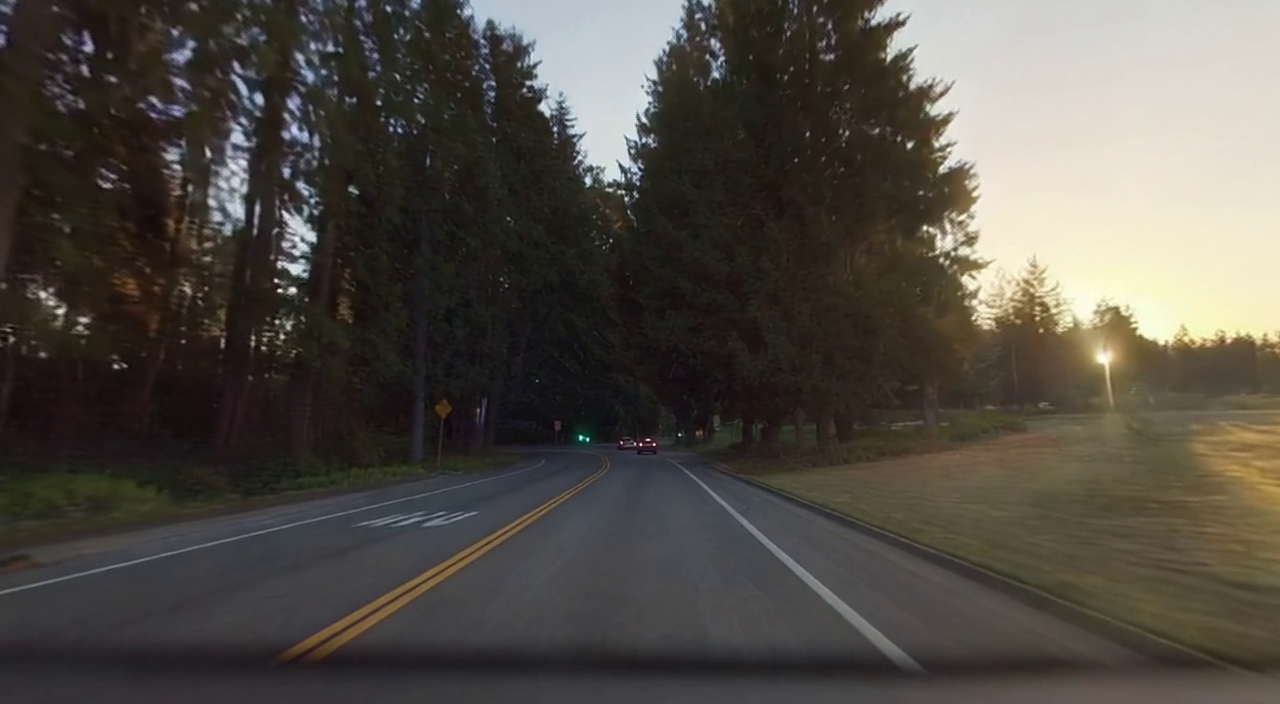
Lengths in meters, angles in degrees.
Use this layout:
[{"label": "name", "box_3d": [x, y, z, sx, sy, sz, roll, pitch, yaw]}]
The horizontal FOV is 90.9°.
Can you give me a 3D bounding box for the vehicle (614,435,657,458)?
[{"label": "vehicle", "box_3d": [-0.369, 6.562, 43.872, 1.861, 1.511, 4.237, 2, -9, -17]}]
